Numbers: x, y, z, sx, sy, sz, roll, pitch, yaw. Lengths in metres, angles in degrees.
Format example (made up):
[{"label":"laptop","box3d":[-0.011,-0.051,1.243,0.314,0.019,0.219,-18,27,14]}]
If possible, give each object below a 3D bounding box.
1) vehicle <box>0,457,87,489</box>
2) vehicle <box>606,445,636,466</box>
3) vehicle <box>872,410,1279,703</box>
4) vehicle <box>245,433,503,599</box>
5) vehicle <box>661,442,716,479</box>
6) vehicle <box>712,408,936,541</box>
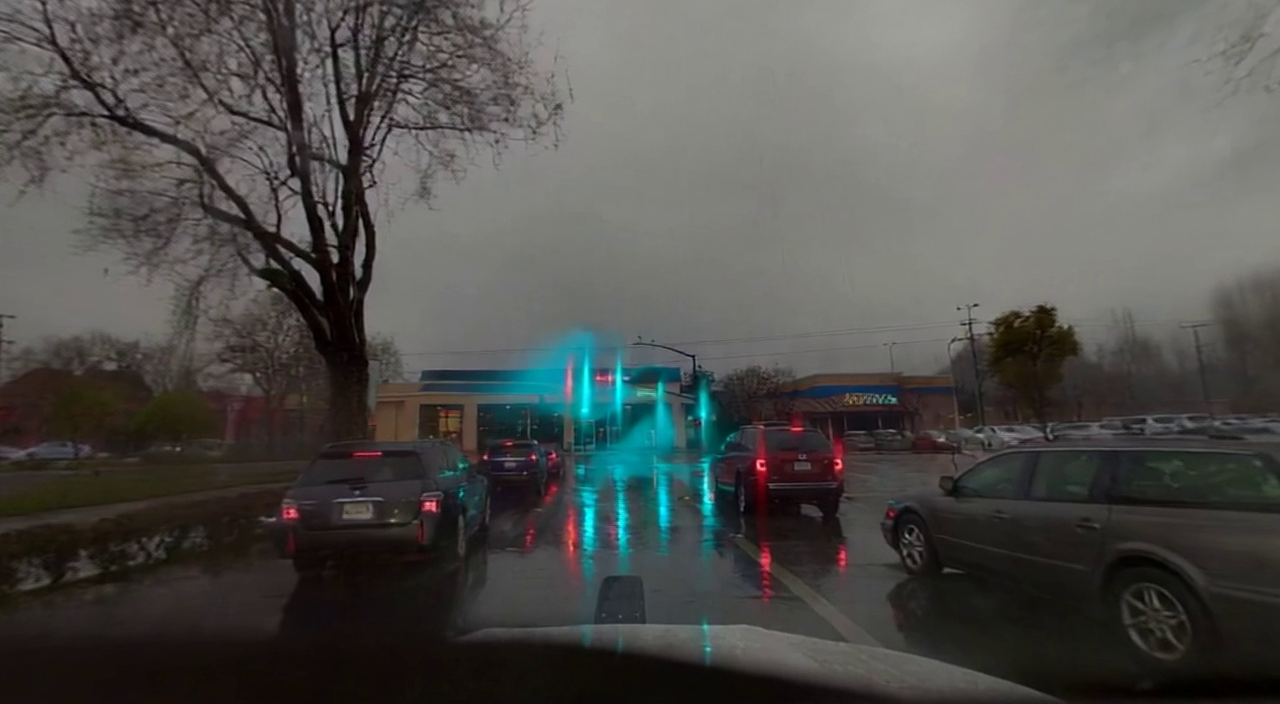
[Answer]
[{"label":"vehicle","box3d":[-32.305,6.479,34.095,4.127,1.583,1.978,-4,-9,24]},{"label":"vehicle","box3d":[-1.428,7.558,46.234,2.095,1.473,4.301,0,-8,-2]},{"label":"vehicle","box3d":[3.704,1.315,4.847,1.904,1.494,4.864,0,-8,-1]},{"label":"vehicle","box3d":[-2.928,1.833,8.092,1.968,1.497,4.286,1,-8,-8]},{"label":"vehicle","box3d":[2.112,4.852,28.580,1.910,1.493,4.490,0,-8,-3]},{"label":"vehicle","box3d":[3.016,2.198,12.091,2.324,1.907,5.634,0,-8,-3]}]
